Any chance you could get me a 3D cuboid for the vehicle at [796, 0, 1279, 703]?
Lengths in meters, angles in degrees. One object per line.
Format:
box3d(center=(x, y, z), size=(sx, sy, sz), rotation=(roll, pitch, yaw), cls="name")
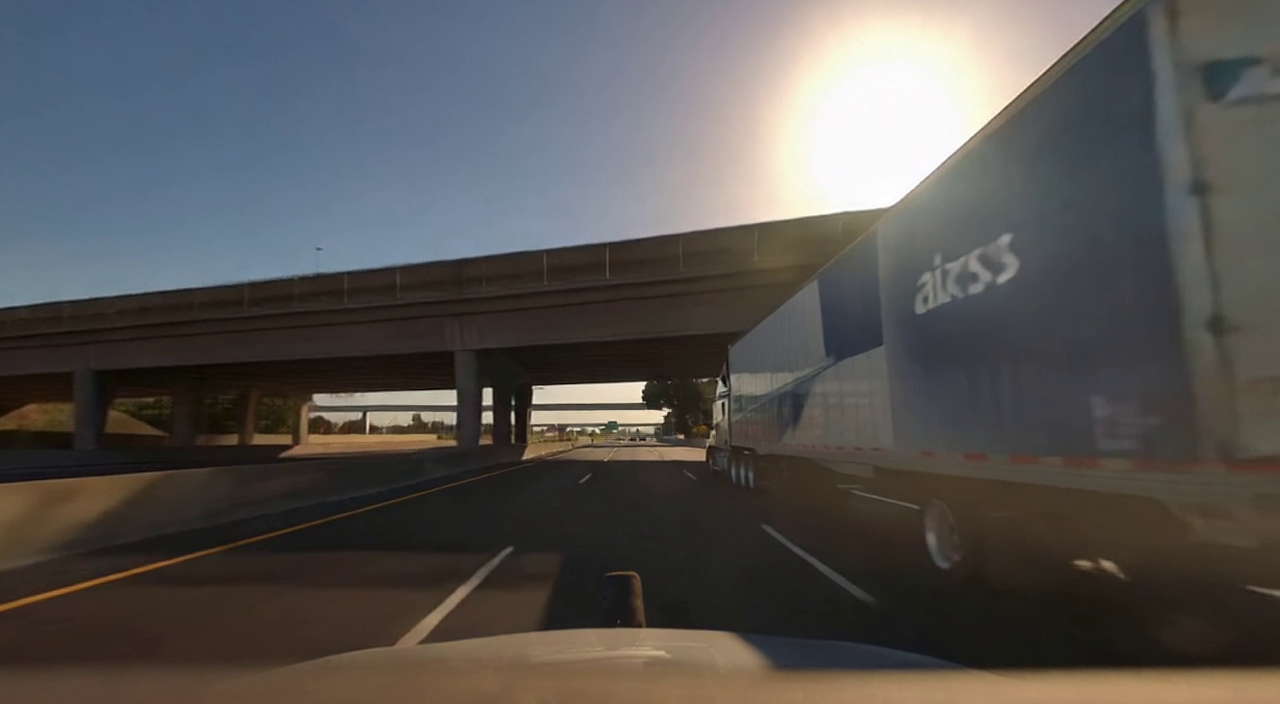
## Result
box3d(center=(4.301, 0.198, 6.628), size=(2.880, 3.986, 9.103), rotation=(0, -8, 0), cls="vehicle")
